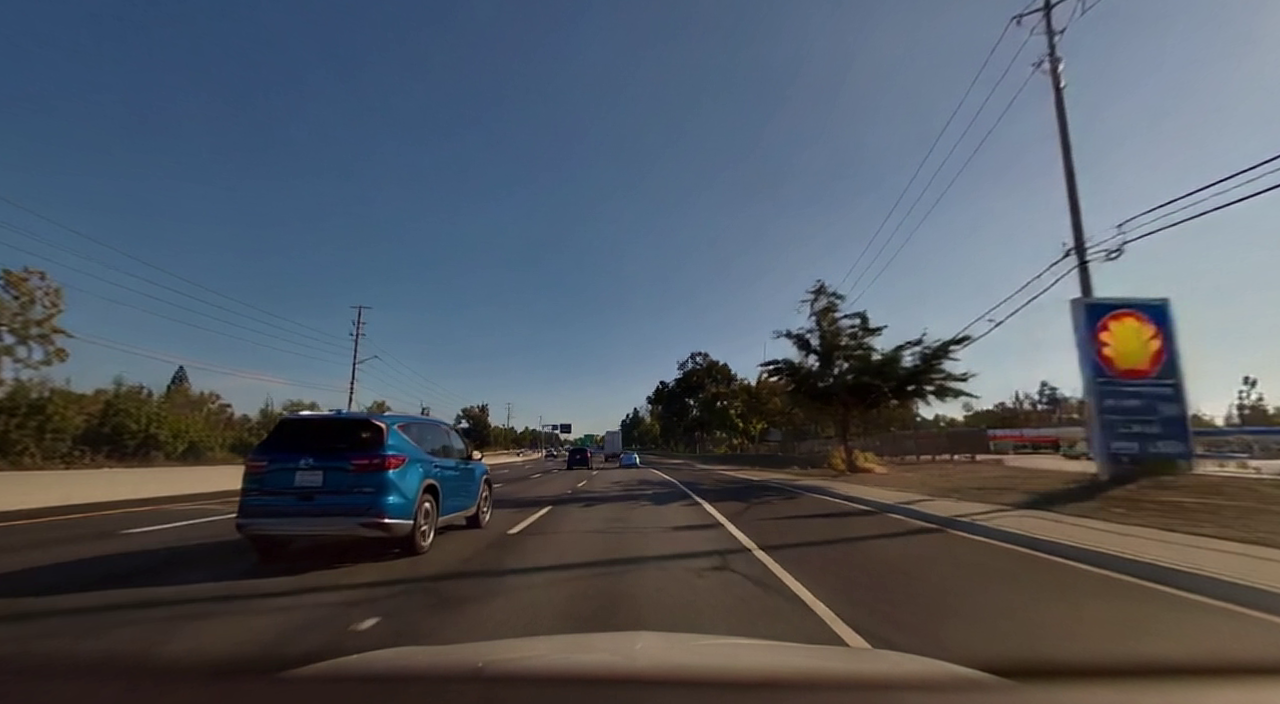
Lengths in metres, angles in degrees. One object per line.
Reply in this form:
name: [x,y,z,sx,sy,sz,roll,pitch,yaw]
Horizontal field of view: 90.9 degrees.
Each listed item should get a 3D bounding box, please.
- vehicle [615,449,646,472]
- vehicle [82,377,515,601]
vehicle: [-0.714,7.561,44.172,1.982,1.524,3.800,0,-8,-4]
vehicle: [-3.805,1.724,9.029,2.694,2.081,6.099,0,-8,1]
